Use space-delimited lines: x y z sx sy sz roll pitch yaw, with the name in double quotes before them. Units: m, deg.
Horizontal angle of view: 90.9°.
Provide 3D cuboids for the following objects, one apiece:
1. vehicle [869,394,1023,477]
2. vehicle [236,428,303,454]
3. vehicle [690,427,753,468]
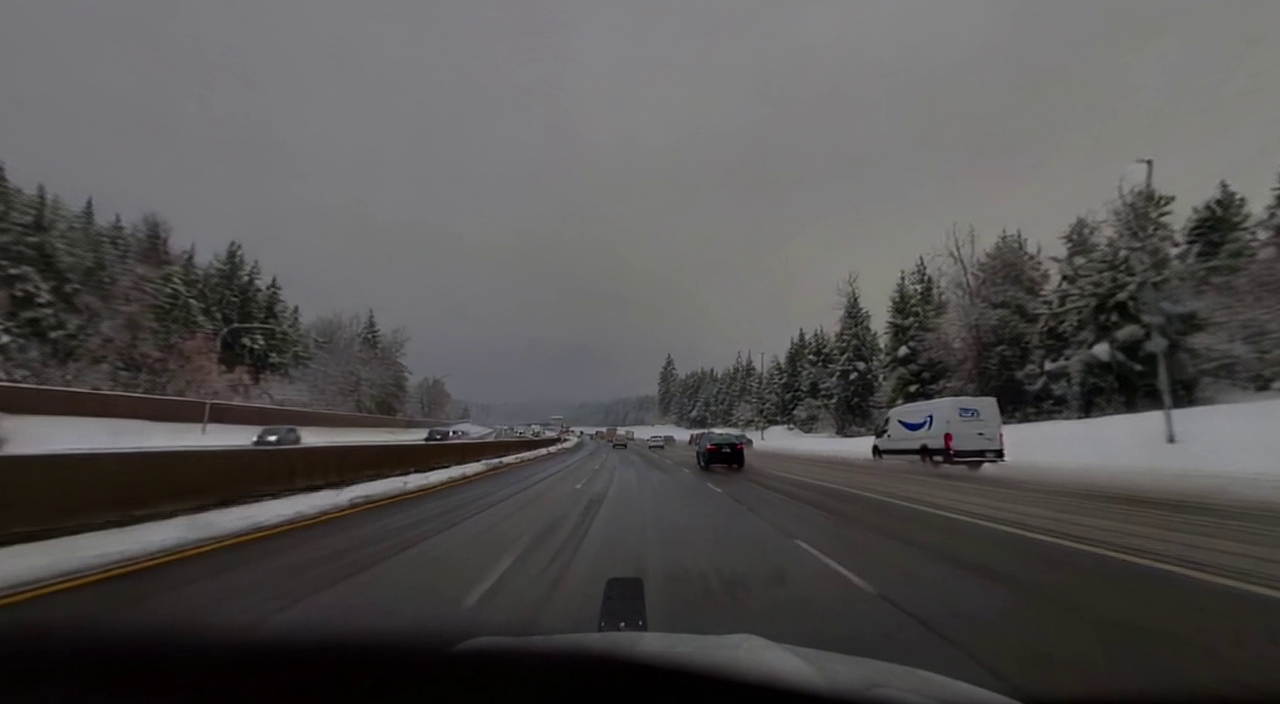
"vehicle" 11.671 3.337 24.910 2.274 2.802 6.802 0 -8 -3
"vehicle" -25.542 6.160 43.659 1.940 1.675 4.621 0 -8 -2
"vehicle" 3.609 4.344 28.819 2.141 1.732 4.279 0 -8 -3
